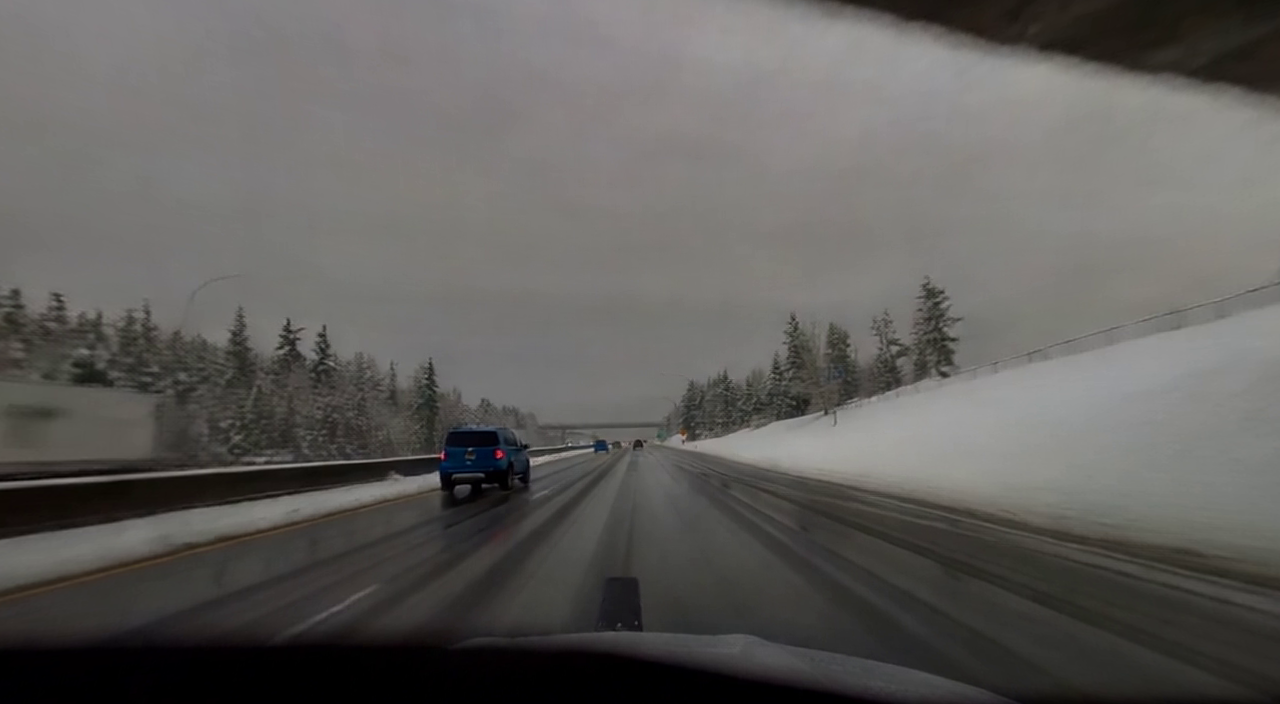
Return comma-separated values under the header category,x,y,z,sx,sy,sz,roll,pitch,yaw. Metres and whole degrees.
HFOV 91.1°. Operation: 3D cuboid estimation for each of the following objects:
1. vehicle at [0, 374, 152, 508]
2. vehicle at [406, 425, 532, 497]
category,x,y,z,sx,sy,sz,roll,pitch,yaw
vehicle,-17.243,2.043,14.345,2.936,3.275,11.845,0,-8,-1
vehicle,-4.374,2.871,16.897,2.125,1.662,4.336,0,-8,1
